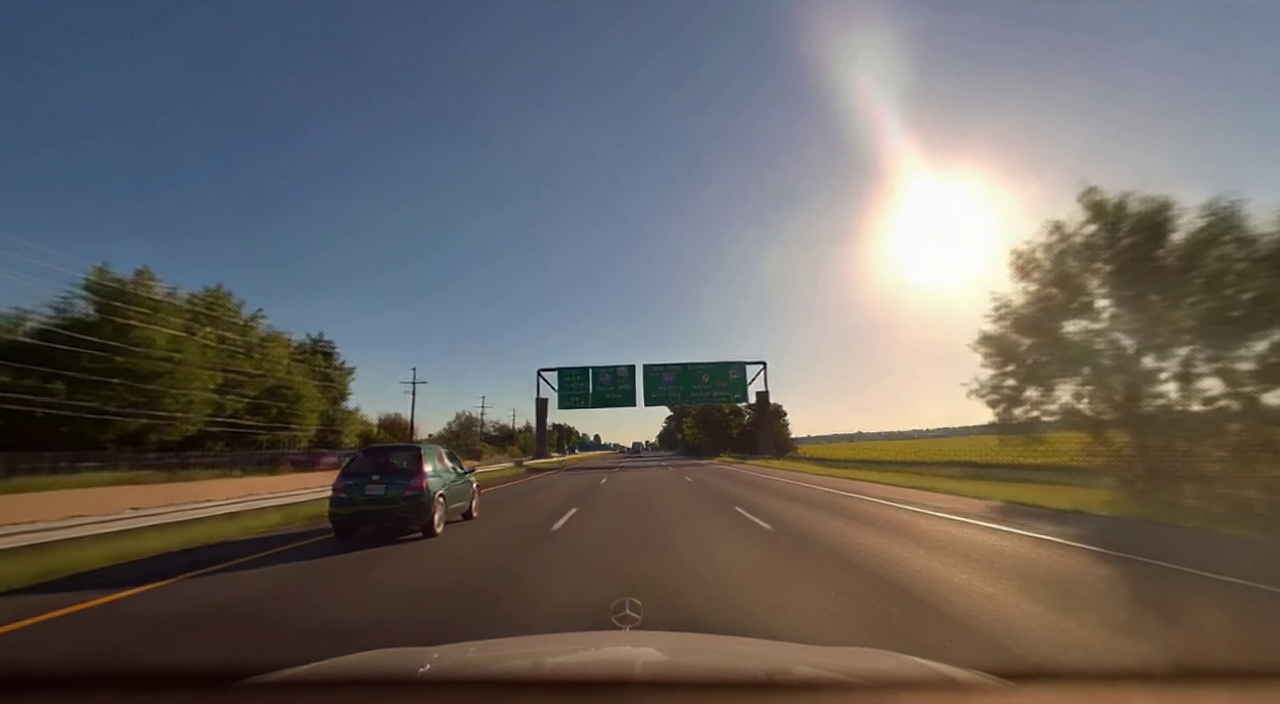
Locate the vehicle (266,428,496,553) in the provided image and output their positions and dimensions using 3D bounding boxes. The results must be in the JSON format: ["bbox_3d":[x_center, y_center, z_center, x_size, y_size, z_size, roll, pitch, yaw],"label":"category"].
[{"bbox_3d":[-3.622,2.004,9.741,1.815,1.500,4.036,0,-9,0],"label":"vehicle"}]
